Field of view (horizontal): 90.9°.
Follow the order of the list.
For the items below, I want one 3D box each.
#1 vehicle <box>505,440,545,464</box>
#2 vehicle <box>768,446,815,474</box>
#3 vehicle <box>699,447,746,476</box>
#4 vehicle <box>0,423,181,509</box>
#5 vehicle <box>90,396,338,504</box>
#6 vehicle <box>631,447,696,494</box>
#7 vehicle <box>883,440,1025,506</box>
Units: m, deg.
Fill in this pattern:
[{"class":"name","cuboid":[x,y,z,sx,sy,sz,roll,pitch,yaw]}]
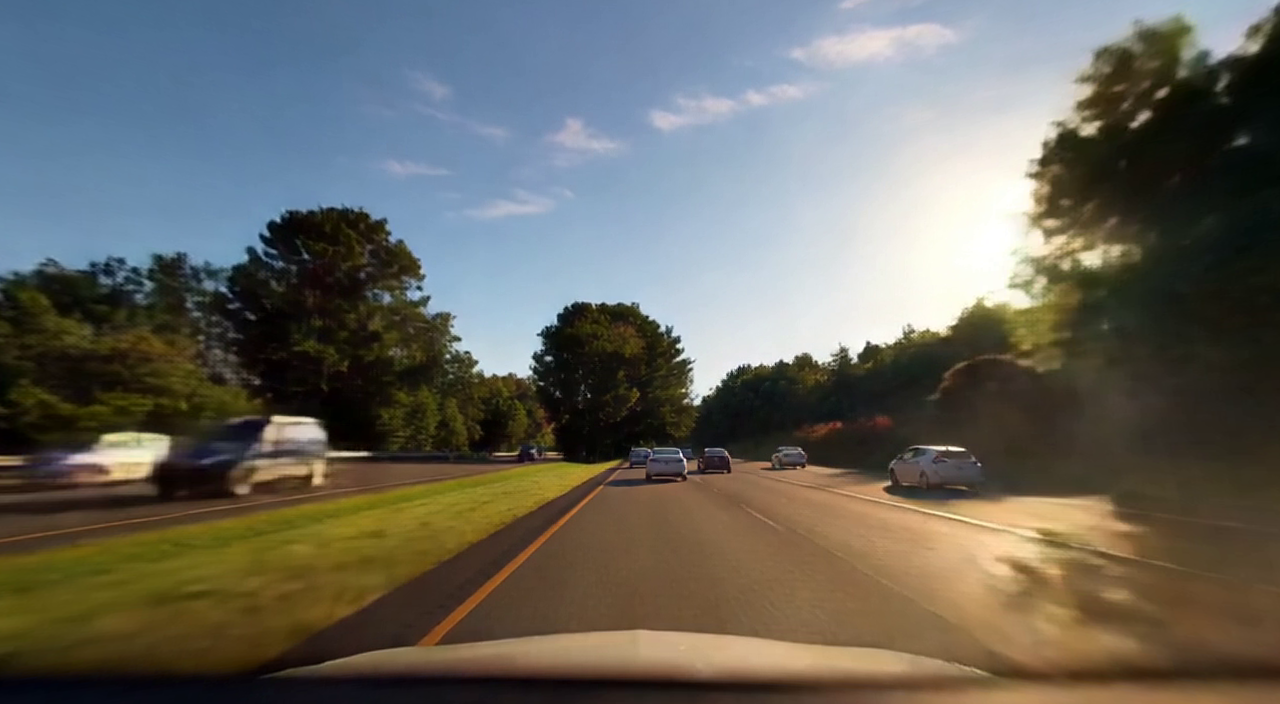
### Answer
[{"class":"vehicle","cuboid":[-8.347,7.338,46.139,2.039,1.648,4.621,-1,-9,1]},{"class":"vehicle","cuboid":[9.306,6.652,39.039,1.957,1.594,3.632,0,-9,0]},{"class":"vehicle","cuboid":[4.496,6.039,34.912,1.981,1.518,4.029,0,-9,0]},{"class":"vehicle","cuboid":[-12.510,2.437,13.780,1.835,1.583,4.021,0,-9,0]},{"class":"vehicle","cuboid":[-8.733,2.108,13.604,2.055,1.897,4.576,0,-9,1]},{"class":"vehicle","cuboid":[0.740,3.980,21.480,2.020,1.426,3.702,0,-9,0]},{"class":"vehicle","cuboid":[8.249,3.191,17.014,1.847,1.554,3.752,0,-9,0]}]
